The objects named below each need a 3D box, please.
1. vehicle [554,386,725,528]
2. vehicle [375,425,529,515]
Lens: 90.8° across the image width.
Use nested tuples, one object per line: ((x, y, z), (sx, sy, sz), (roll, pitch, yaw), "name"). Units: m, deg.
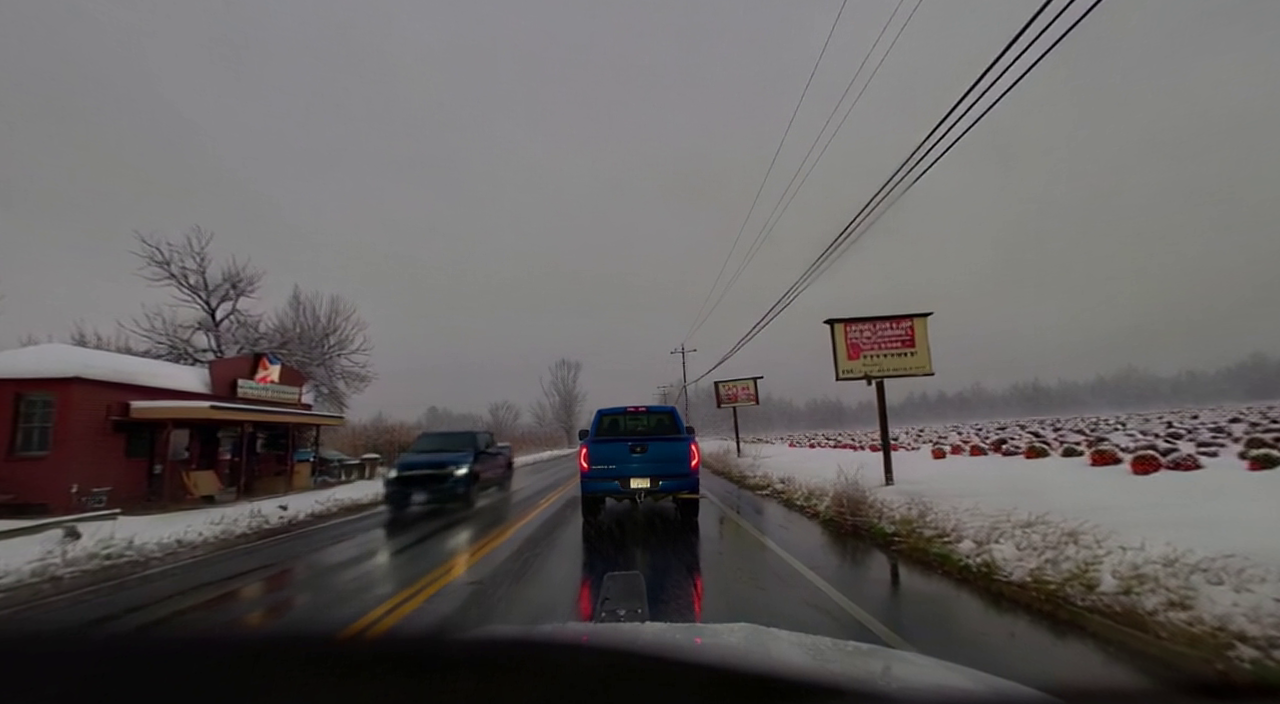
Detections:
((-0.089, 2.089, 13.008), (2.693, 2.223, 5.885), (0, -8, -2), "vehicle")
((-4.091, 2.654, 14.745), (2.190, 1.746, 4.616), (0, -8, 0), "vehicle")
